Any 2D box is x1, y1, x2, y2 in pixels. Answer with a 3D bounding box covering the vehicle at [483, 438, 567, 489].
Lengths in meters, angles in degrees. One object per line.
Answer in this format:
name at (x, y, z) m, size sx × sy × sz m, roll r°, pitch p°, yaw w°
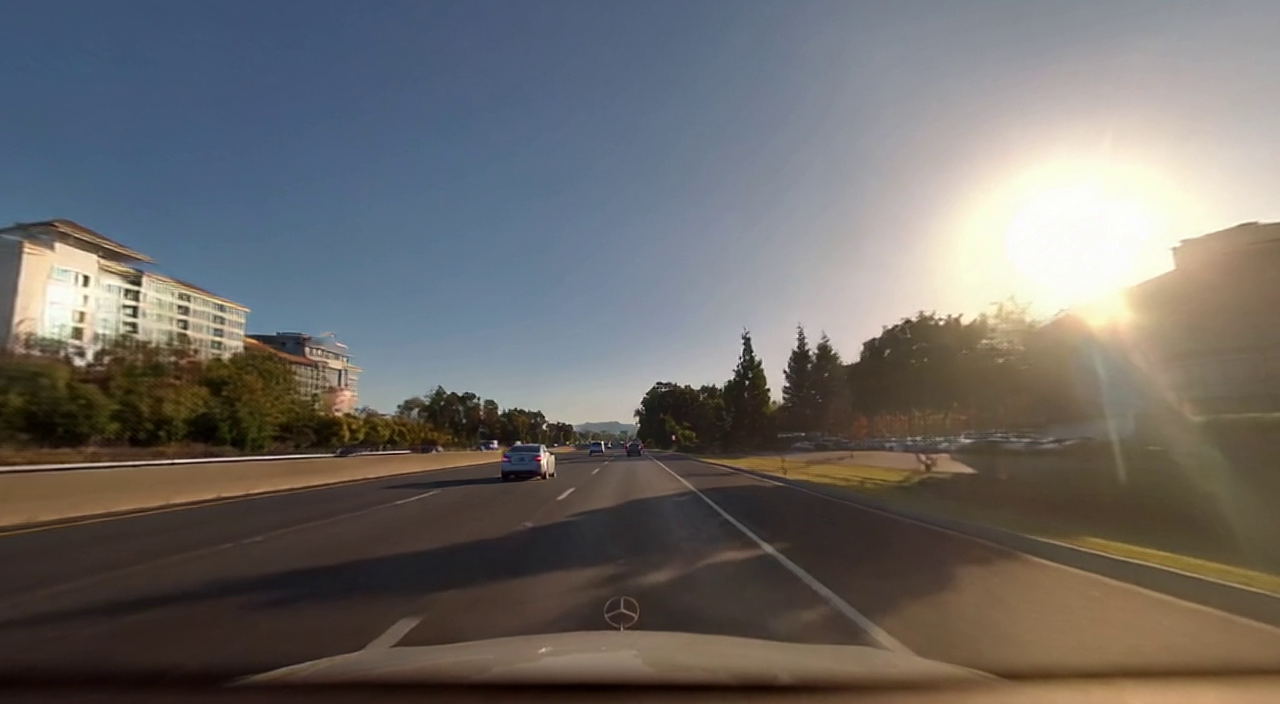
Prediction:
vehicle at (-3.546, 3.522, 20.275) m, size 1.920 × 1.463 × 4.134 m, roll 0°, pitch -9°, yaw 0°
